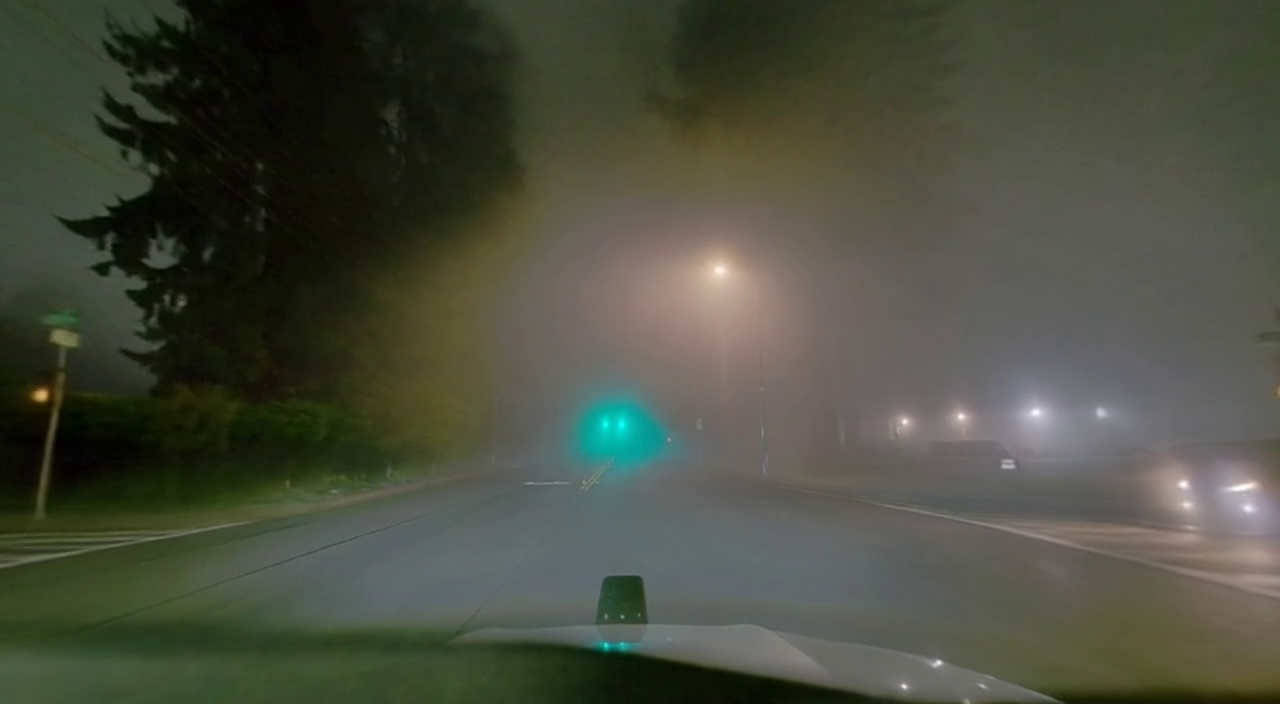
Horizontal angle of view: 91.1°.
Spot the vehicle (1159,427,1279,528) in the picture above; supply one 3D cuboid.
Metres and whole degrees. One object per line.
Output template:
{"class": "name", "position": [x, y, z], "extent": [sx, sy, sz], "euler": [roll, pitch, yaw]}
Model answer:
{"class": "vehicle", "position": [12.393, 2.186, 11.141], "extent": [4.448, 1.637, 1.881], "euler": [-1, -8, 7]}

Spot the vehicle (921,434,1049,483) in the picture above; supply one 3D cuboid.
{"class": "vehicle", "position": [10.541, 3.212, 19.282], "extent": [3.191, 1.365, 1.458], "euler": [-5, -10, 37]}
